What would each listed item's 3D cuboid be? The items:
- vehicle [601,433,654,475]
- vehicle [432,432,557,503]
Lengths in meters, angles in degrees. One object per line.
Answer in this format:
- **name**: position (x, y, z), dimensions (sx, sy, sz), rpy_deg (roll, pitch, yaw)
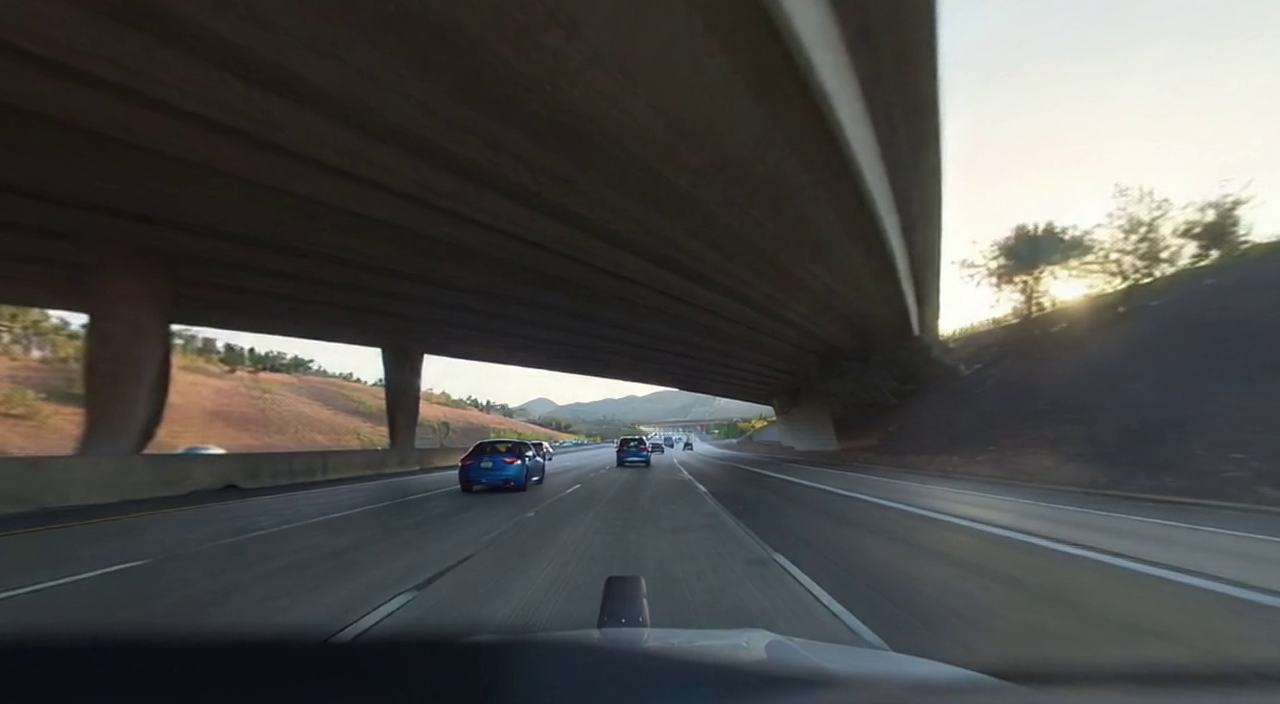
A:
- **vehicle**: position (-0.489, 4.440, 27.441), dimensions (2.155, 1.690, 4.318), rpy_deg (0, -9, 0)
- **vehicle**: position (-3.642, 2.988, 16.688), dimensions (2.124, 1.607, 4.531), rpy_deg (0, -9, 1)
